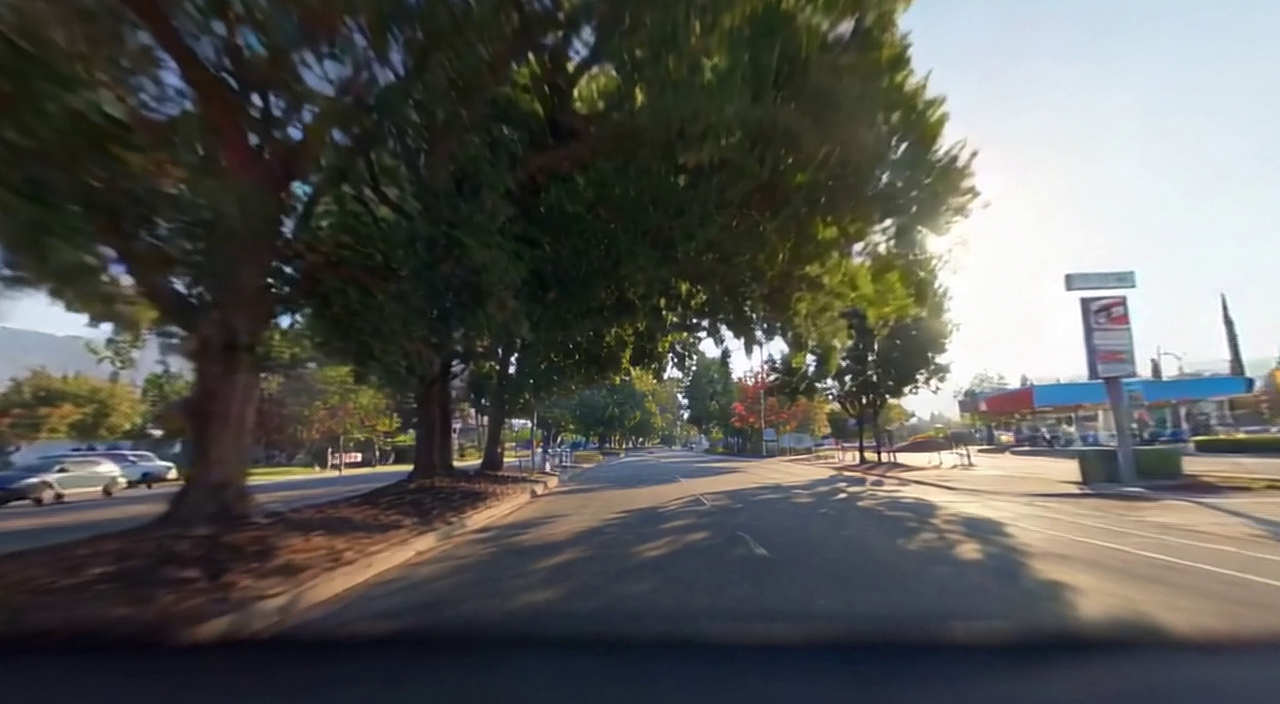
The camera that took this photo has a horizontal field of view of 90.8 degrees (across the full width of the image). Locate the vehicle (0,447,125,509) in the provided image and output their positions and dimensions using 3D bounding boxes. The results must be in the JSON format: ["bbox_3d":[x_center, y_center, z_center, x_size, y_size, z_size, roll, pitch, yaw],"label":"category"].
[{"bbox_3d":[-19.360,3.888,19.898,1.906,1.744,5.165,0,-8,0],"label":"vehicle"}]

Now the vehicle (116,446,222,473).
[{"bbox_3d":[-28.230,6.430,37.968,4.758,1.499,2.001,0,-8,1],"label":"vehicle"}]
